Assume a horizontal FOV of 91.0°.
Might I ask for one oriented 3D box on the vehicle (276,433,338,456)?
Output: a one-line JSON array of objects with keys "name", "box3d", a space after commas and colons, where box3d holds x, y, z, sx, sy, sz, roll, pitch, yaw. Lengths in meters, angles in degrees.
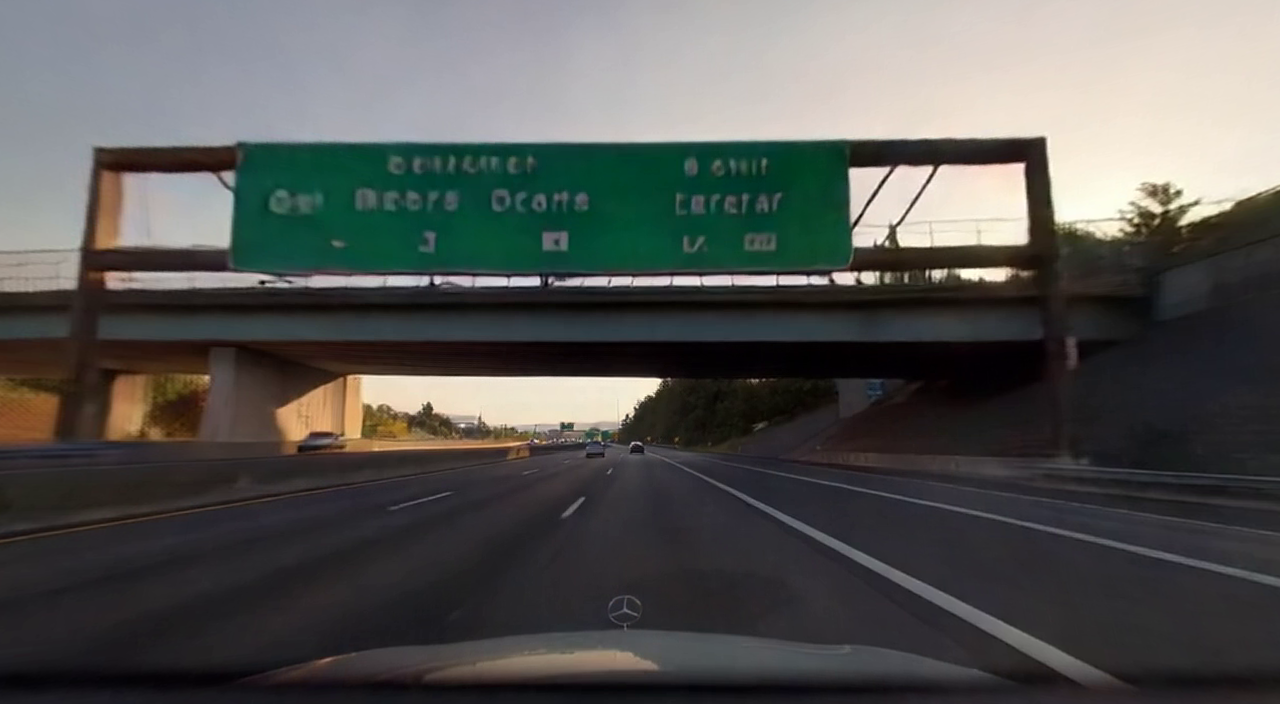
[{"name": "vehicle", "box3d": [-22.403, 6.226, 42.559, 1.789, 1.465, 4.402, 0, -8, 0]}]
